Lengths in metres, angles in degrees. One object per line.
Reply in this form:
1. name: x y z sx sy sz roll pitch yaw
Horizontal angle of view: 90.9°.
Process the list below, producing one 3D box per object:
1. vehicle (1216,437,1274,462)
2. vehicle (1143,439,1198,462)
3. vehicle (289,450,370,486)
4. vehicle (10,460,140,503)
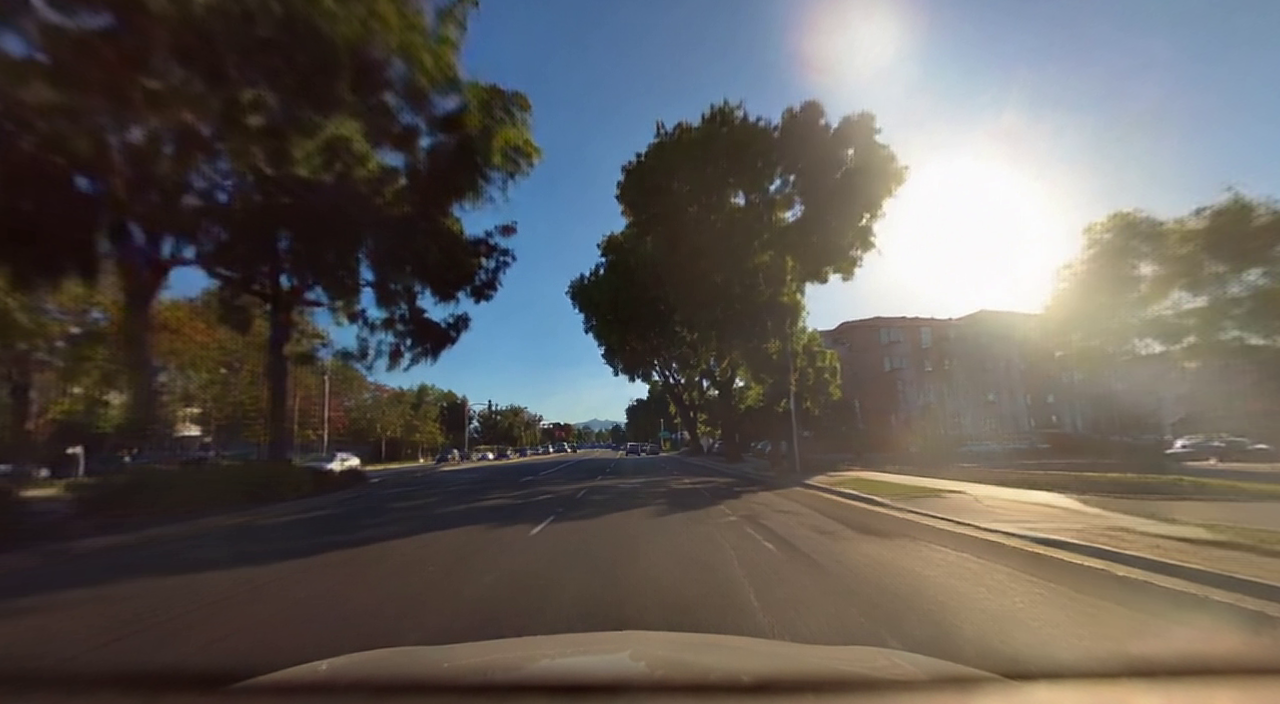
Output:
1. vehicle: 43.572 7.023 45.475 1.860 1.655 4.278 -5 -10 29
2. vehicle: 37.135 6.903 44.260 1.919 1.474 4.533 -4 -10 27
3. vehicle: -14.963 5.581 30.611 1.879 1.544 4.144 0 -8 -1
4. vehicle: -25.027 5.711 28.164 1.864 1.640 4.217 0 -8 0
